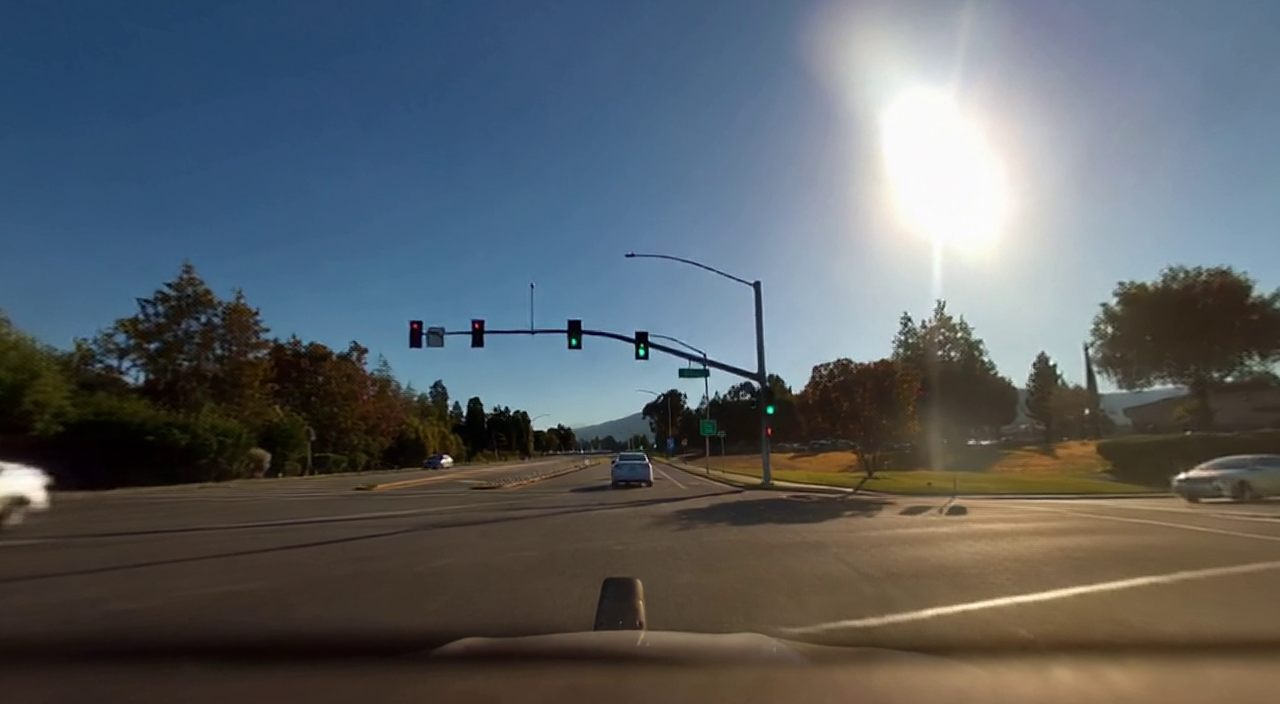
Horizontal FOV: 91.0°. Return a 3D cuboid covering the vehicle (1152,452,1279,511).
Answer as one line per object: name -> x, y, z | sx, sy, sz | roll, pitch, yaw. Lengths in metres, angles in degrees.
vehicle -> 17.707, 3.660, 18.094 | 4.501, 1.486, 2.091 | 1, -9, -11

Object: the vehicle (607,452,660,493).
vehicle -> -0.266, 4.752, 25.146 | 1.954, 1.469, 3.465 | 0, -9, 0
